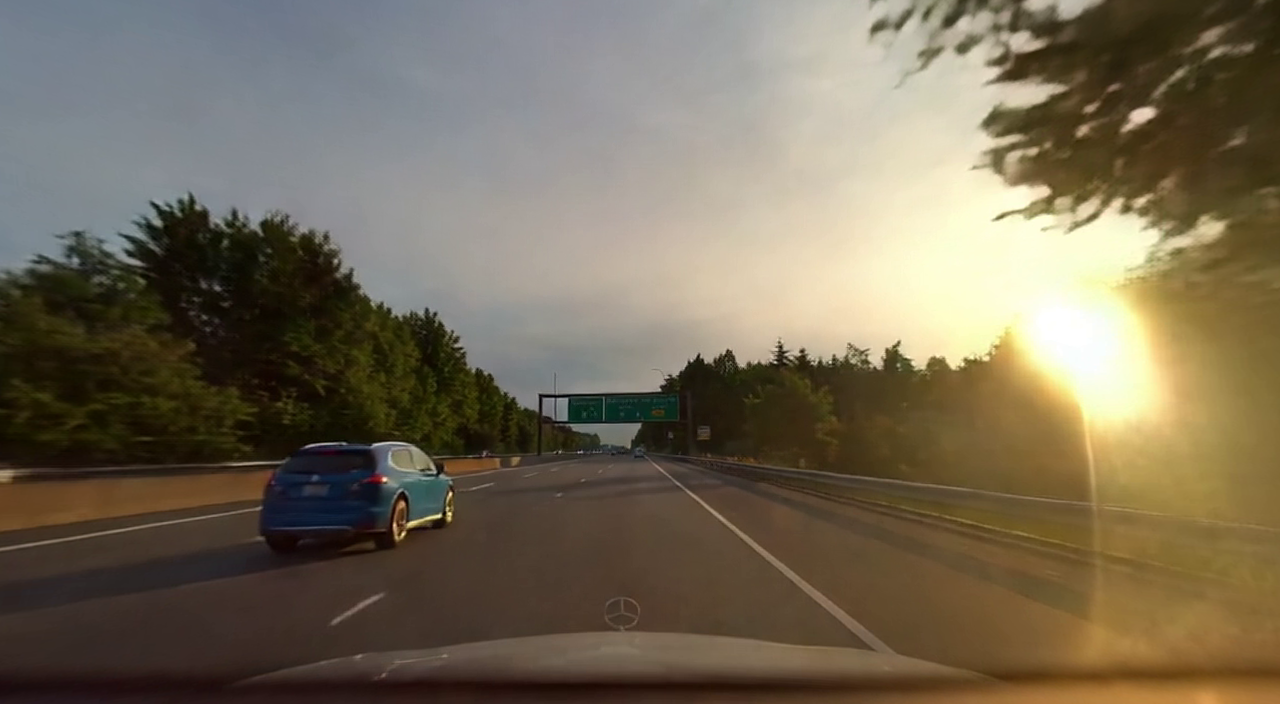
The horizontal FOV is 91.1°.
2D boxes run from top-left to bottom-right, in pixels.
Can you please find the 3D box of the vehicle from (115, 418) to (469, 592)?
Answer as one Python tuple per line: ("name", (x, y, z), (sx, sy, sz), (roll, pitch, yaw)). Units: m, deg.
("vehicle", (-3.902, 1.789, 8.176), (2.104, 1.626, 4.283), (0, -9, 0))
